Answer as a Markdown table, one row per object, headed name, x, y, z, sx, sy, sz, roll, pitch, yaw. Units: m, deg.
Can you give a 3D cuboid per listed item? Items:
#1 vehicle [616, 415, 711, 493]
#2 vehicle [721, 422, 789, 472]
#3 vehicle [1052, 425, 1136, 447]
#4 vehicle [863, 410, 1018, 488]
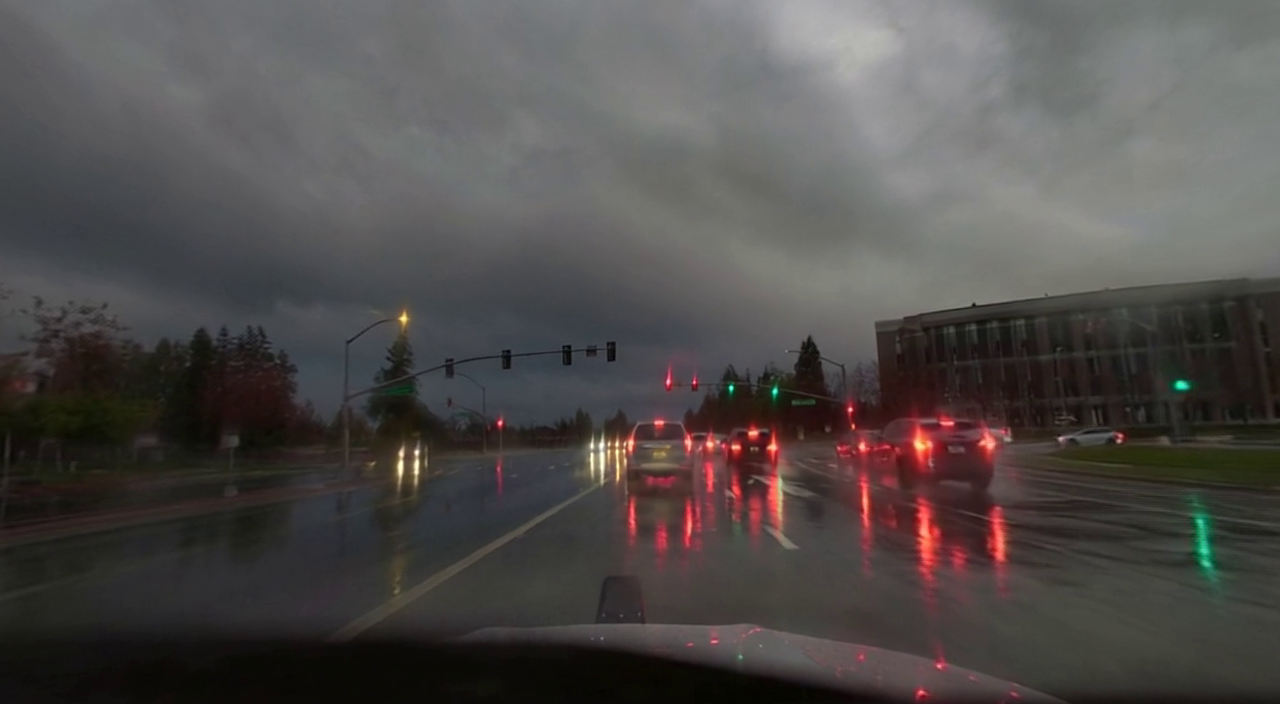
| name | x | y | z | sx | sy | sz | roll | pitch | yaw |
| --- | --- | --- | --- | --- | --- | --- | --- | --- | --- |
| vehicle | 0.655 | 2.709 | 16.991 | 2.211 | 1.795 | 4.179 | -1 | -9 | 3 |
| vehicle | 4.523 | 3.831 | 25.509 | 2.188 | 1.774 | 4.646 | -1 | -9 | 4 |
| vehicle | 32.287 | 6.003 | 45.104 | 4.596 | 1.468 | 1.785 | -6 | -10 | 31 |
| vehicle | 7.756 | 2.577 | 16.891 | 2.074 | 1.791 | 4.393 | -1 | -9 | 2 |
